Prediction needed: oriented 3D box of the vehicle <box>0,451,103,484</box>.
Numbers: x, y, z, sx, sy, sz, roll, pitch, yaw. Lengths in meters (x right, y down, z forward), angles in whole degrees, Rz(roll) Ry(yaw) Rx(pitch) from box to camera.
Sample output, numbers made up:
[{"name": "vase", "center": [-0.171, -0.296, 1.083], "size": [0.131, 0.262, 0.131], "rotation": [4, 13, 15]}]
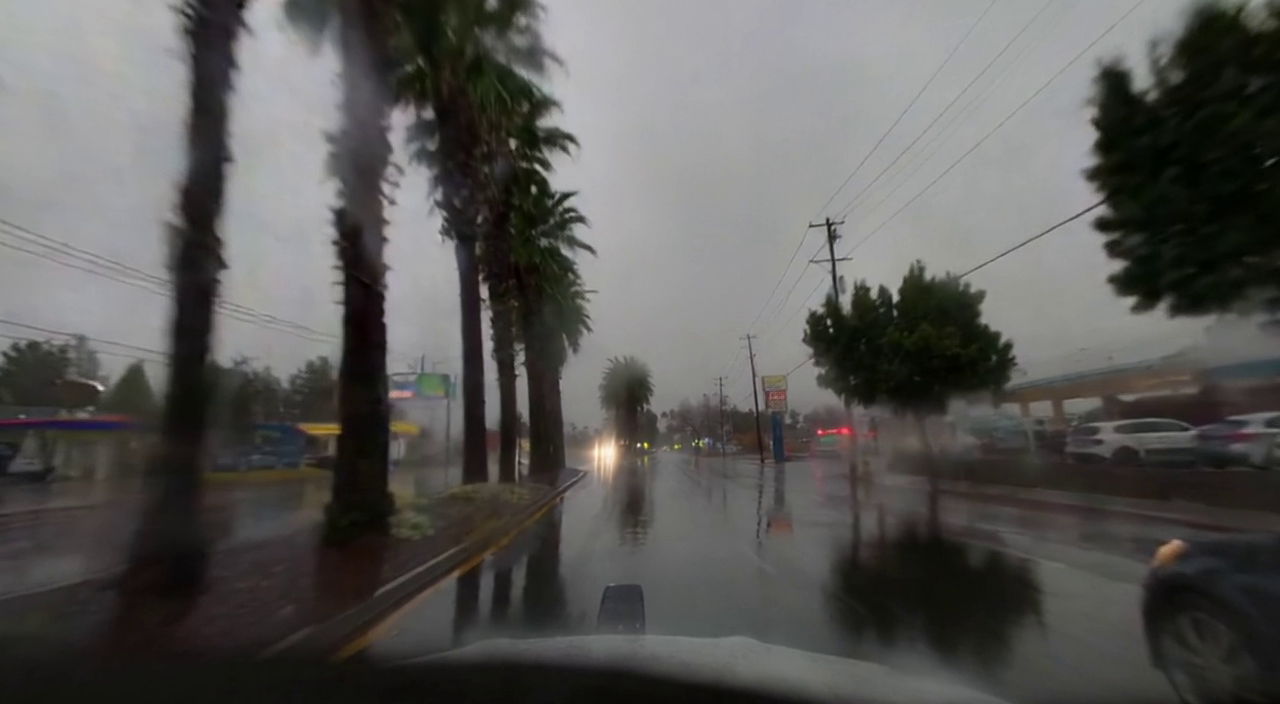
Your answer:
[{"name": "vehicle", "center": [-32.531, 6.262, 34.592], "size": [1.886, 1.609, 4.563], "rotation": [-1, -9, 6]}]

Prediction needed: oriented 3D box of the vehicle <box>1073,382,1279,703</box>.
[{"name": "vehicle", "center": [3.463, 0.686, 0.915], "size": [2.075, 1.579, 5.101], "rotation": [0, -9, 0]}]
